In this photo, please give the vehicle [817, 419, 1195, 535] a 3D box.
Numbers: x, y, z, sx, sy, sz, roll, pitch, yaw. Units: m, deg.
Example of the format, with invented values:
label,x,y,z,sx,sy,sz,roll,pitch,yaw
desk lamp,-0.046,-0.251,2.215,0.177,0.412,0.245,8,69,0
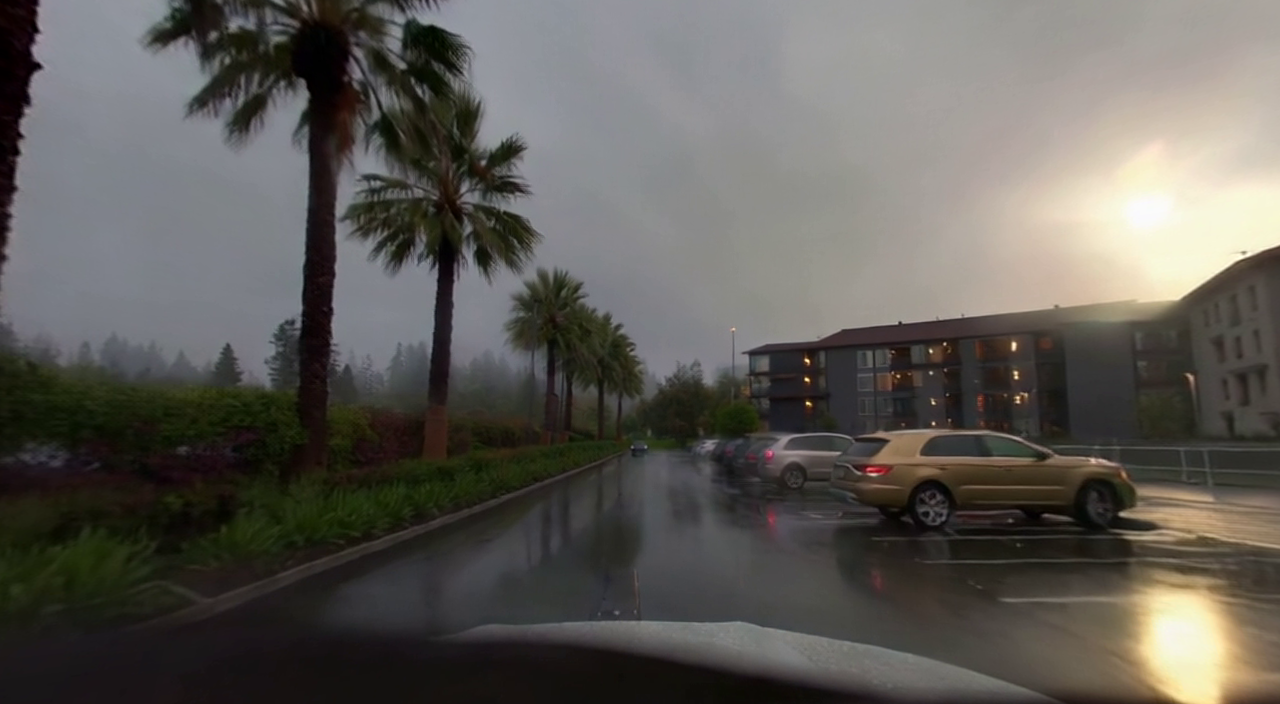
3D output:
label,x,y,z,sx,sy,sz,roll,pitch,yaw
vehicle,6.146,2.144,11.154,5.381,1.826,2.047,0,-9,-2
